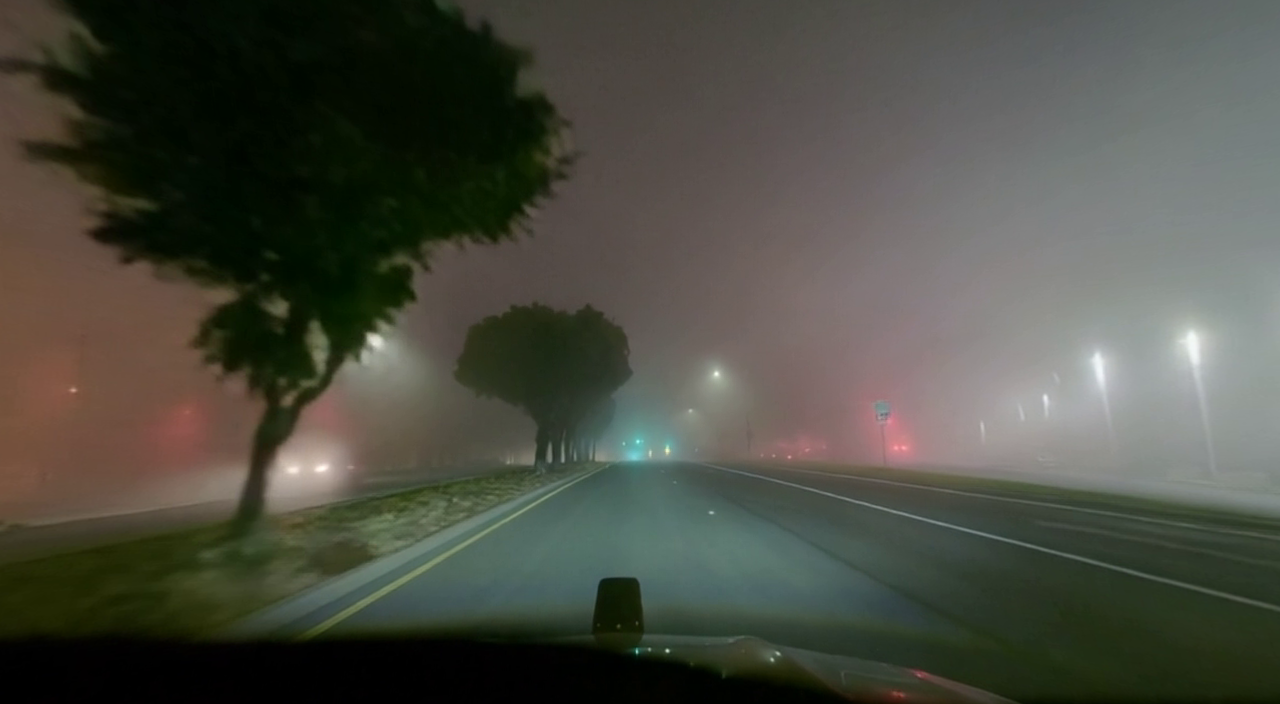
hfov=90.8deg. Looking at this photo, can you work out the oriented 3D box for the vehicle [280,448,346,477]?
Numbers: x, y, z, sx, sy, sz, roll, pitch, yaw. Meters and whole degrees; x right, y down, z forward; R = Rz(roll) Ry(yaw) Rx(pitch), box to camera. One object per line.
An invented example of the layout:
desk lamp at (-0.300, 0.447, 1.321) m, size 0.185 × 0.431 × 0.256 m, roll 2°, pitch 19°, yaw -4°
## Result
vehicle at (-19.849, 6.683, 38.515) m, size 1.896 × 1.623 × 4.124 m, roll 0°, pitch -8°, yaw -2°
